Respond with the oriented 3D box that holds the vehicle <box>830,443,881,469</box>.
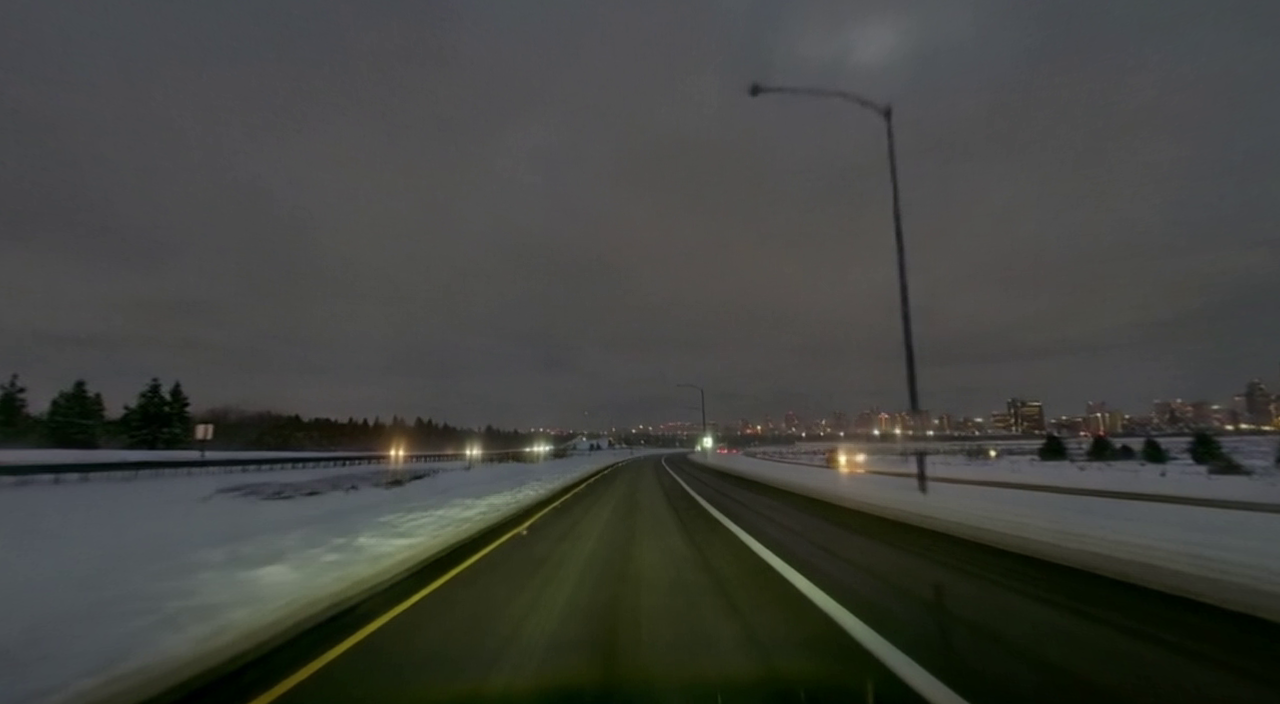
[{"bbox_3d":[13.944,6.728,40.954,1.770,1.578,3.997,0,-9,-2],"label":"vehicle"}]
